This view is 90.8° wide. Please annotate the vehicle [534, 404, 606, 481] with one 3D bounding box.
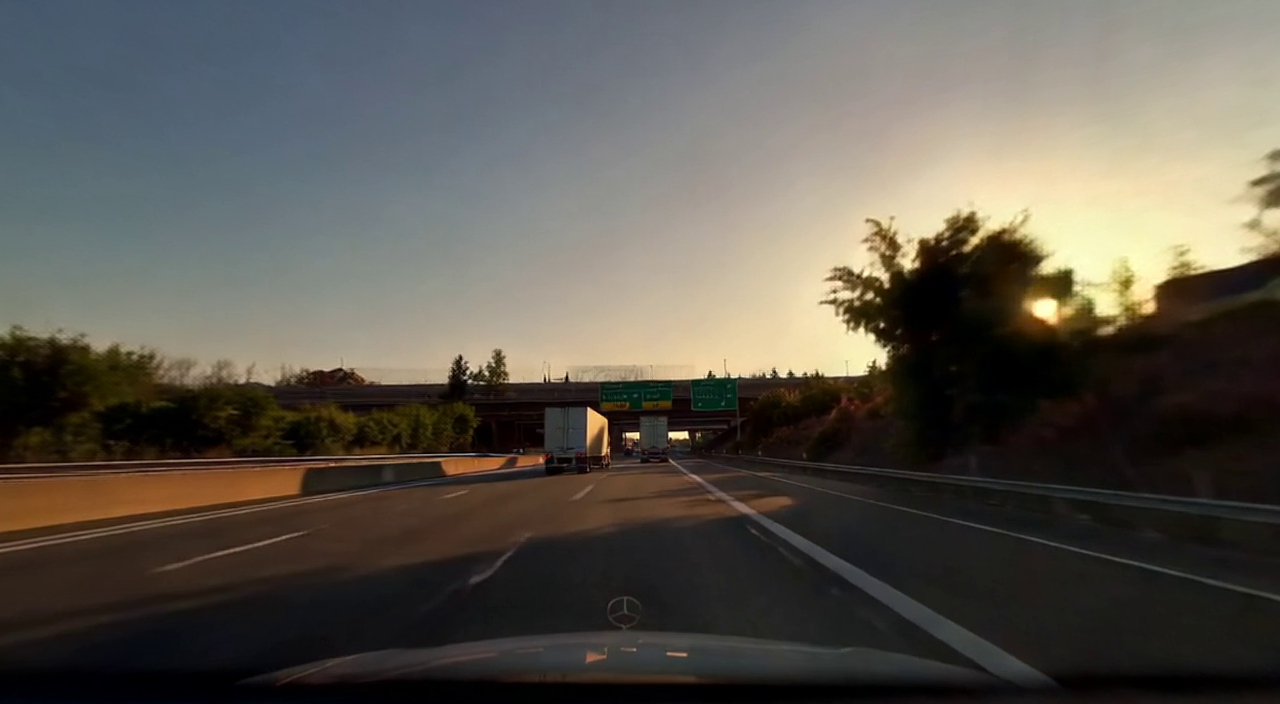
[{"bbox_3d":[-3.182,4.444,30.602,2.696,3.266,7.062,0,-9,0],"label":"vehicle"}]
